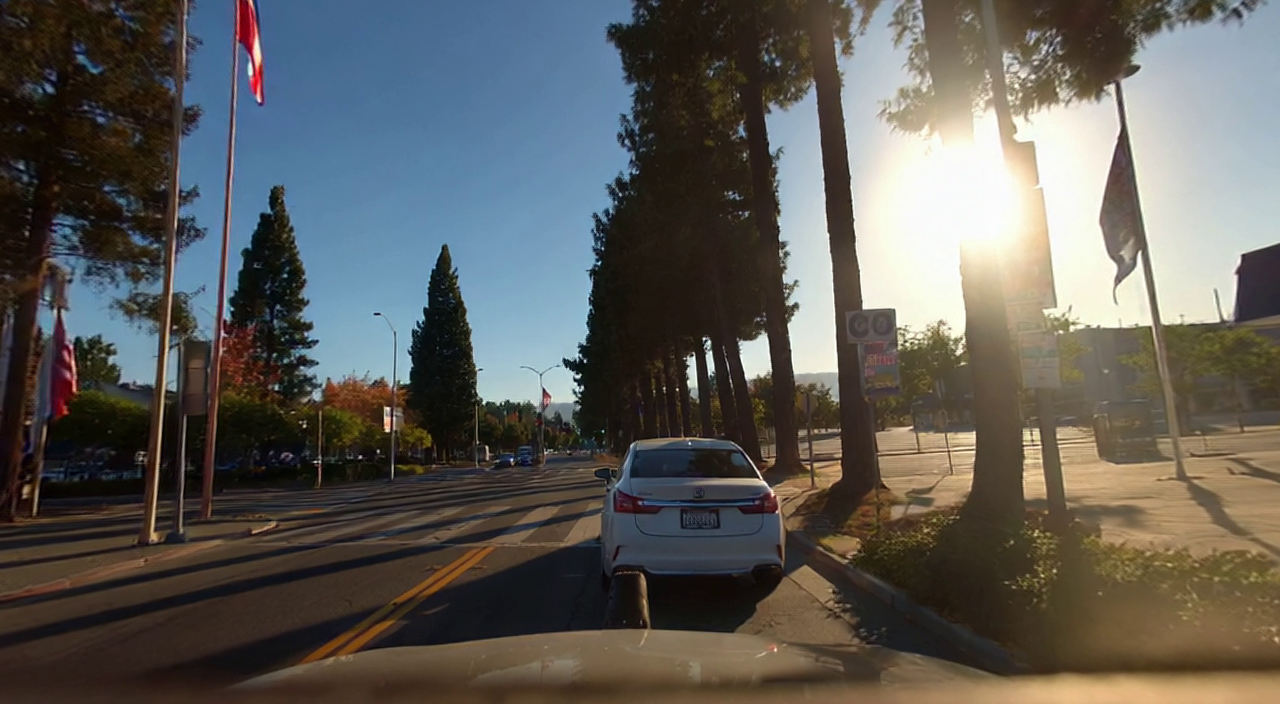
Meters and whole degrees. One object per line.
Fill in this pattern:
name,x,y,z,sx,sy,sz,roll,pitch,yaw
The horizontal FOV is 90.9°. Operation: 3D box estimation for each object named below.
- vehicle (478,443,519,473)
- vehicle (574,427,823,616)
vehicle,-9.988,7.491,44.747,2.212,1.948,4.537,0,-9,-5
vehicle,0.375,1.627,6.903,1.985,1.463,3.647,0,-9,-3
